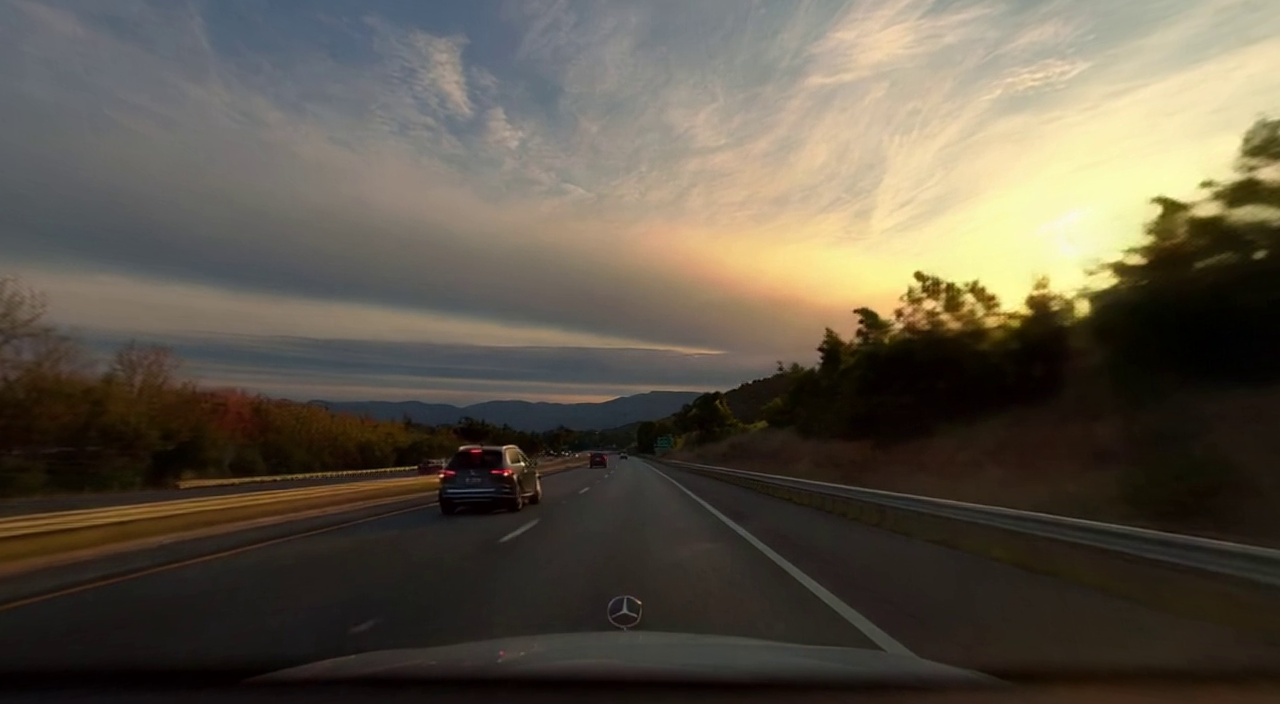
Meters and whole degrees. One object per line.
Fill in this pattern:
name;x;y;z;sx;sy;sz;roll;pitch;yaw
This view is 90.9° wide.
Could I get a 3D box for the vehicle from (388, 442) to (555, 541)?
vehicle;-3.235;2.781;13.250;2.135;1.686;4.517;0;-9;2
